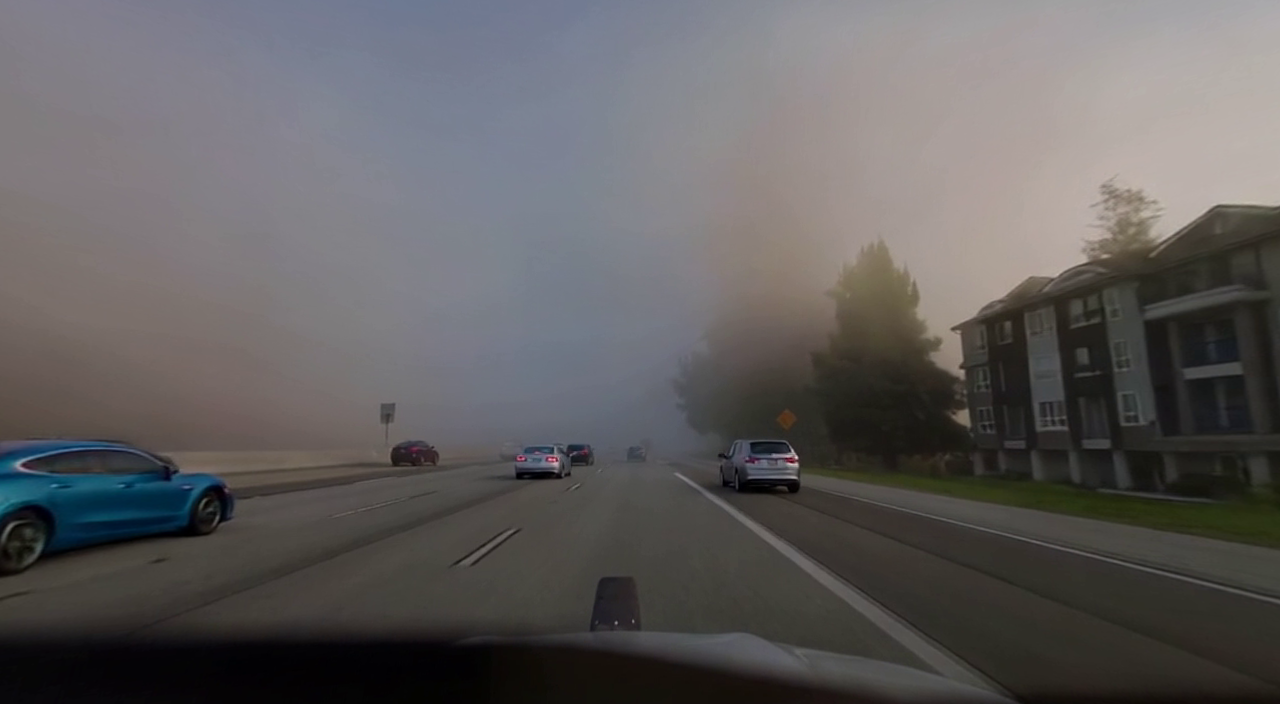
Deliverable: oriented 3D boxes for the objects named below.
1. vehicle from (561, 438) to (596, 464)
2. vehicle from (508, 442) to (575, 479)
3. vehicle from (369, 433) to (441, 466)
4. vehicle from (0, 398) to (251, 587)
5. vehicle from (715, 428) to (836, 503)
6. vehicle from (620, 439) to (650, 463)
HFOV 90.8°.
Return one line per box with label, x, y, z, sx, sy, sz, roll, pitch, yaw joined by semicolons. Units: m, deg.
vehicle;-4.275;6.994;44.755;2.044;1.774;4.329;0;-8;0
vehicle;-4.065;4.541;26.829;2.124;1.426;4.444;0;-8;0
vehicle;-15.306;6.420;41.672;2.396;1.999;6.333;0;-8;0
vehicle;-7.142;1.526;7.291;2.086;1.776;5.080;0;-8;0
vehicle;3.285;2.860;16.353;2.061;1.658;4.417;0;-8;-1
vehicle;-0.366;7.207;45.936;2.053;1.650;3.945;0;-8;-1
